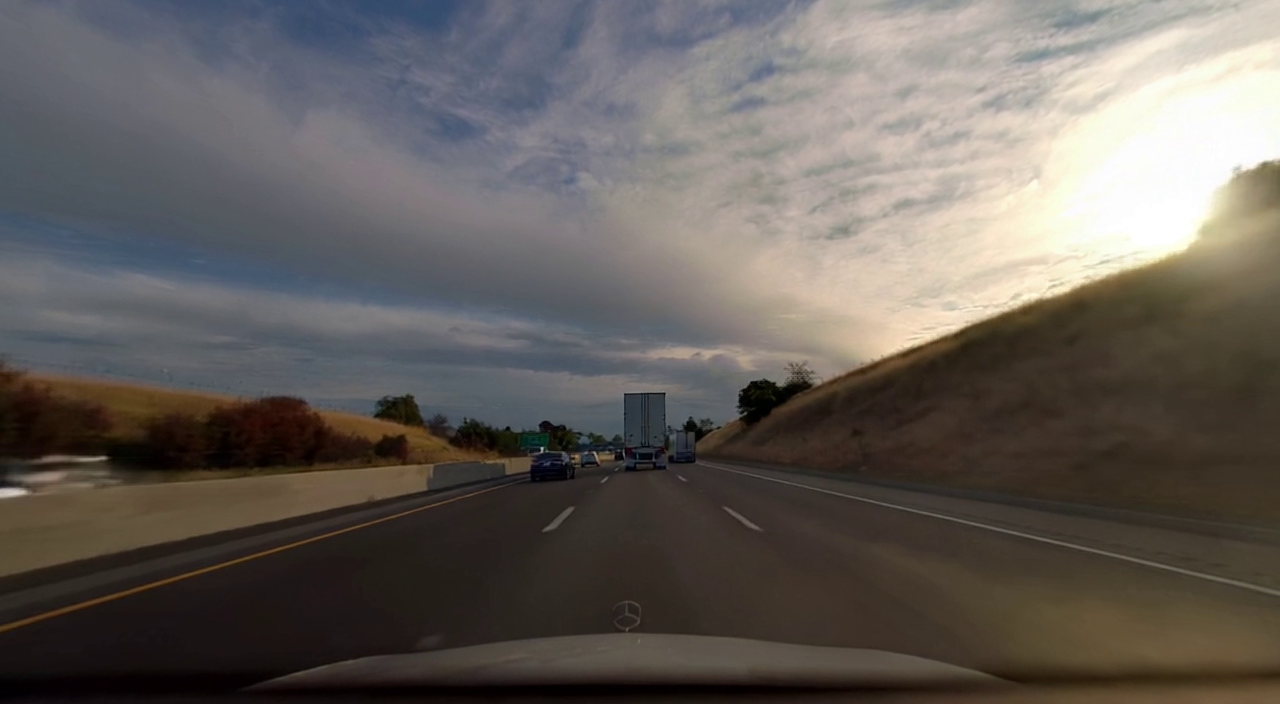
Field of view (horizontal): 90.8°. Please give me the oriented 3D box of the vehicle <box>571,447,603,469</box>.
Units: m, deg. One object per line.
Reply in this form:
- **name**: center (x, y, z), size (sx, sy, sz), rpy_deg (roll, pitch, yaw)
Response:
- **vehicle**: center (-3.770, 7.638, 45.614), size (2.051, 1.537, 4.111), rpy_deg (0, -9, -1)

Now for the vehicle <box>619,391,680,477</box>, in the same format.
- **vehicle**: center (0.374, 4.748, 35.686), size (2.919, 4.048, 11.010), rpy_deg (0, -9, -1)

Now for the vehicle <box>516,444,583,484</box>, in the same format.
- **vehicle**: center (-3.663, 4.631, 26.370), size (2.053, 1.489, 4.740), rpy_deg (0, -9, 0)
